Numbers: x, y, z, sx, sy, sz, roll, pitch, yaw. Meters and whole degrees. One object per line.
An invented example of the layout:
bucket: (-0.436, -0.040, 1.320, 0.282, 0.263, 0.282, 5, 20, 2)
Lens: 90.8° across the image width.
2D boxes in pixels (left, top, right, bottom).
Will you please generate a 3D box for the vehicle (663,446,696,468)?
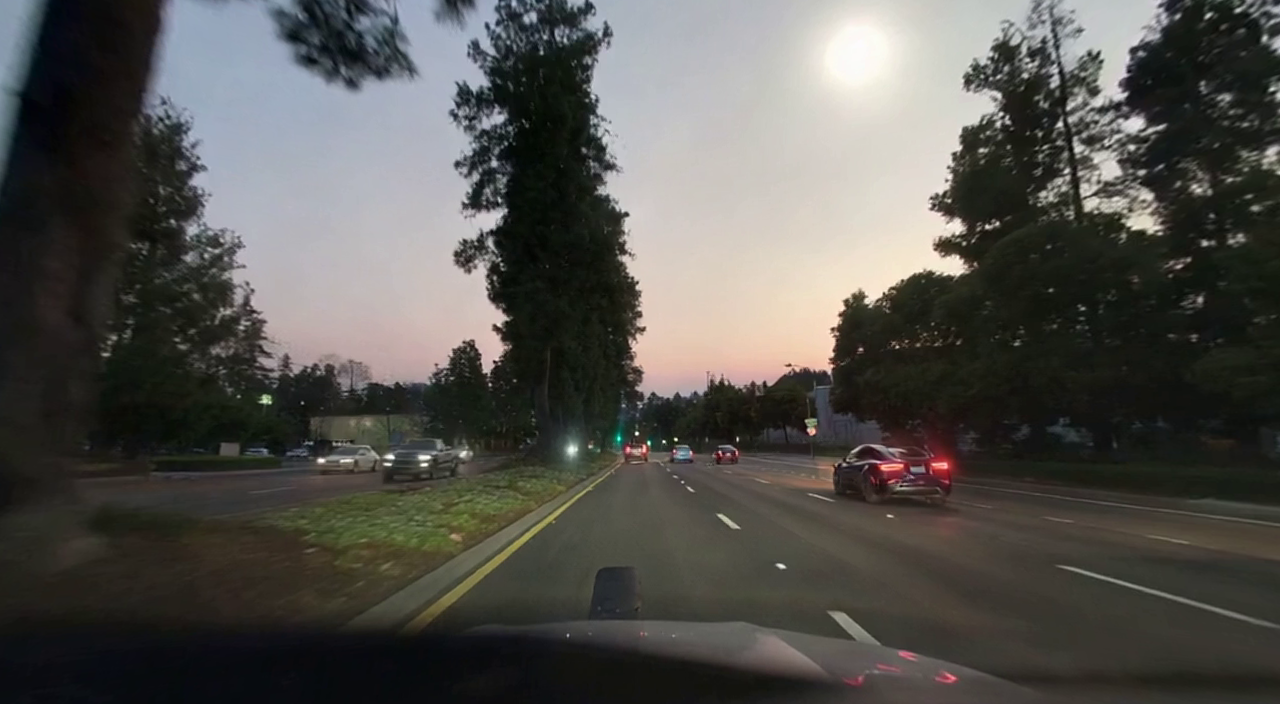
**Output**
vehicle: (2.793, 7.517, 45.537, 1.930, 1.483, 4.471, 1, -9, -2)

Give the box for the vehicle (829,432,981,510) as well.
vehicle: (6.674, 3.028, 16.554, 1.987, 1.730, 4.373, 0, -9, -1)

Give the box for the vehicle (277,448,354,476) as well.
vehicle: (-18.266, 6.173, 35.800, 1.817, 1.423, 4.477, 0, -9, 2)

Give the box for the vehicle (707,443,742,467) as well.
vehicle: (6.099, 7.487, 46.004, 1.931, 1.685, 4.054, 0, -9, -2)

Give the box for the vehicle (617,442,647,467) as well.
vehicle: (-0.606, 7.643, 47.341, 2.146, 1.800, 4.042, 0, -9, -1)

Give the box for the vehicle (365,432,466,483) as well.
vehicle: (-8.741, 4.148, 25.108, 2.123, 1.782, 4.622, 0, -9, 2)
